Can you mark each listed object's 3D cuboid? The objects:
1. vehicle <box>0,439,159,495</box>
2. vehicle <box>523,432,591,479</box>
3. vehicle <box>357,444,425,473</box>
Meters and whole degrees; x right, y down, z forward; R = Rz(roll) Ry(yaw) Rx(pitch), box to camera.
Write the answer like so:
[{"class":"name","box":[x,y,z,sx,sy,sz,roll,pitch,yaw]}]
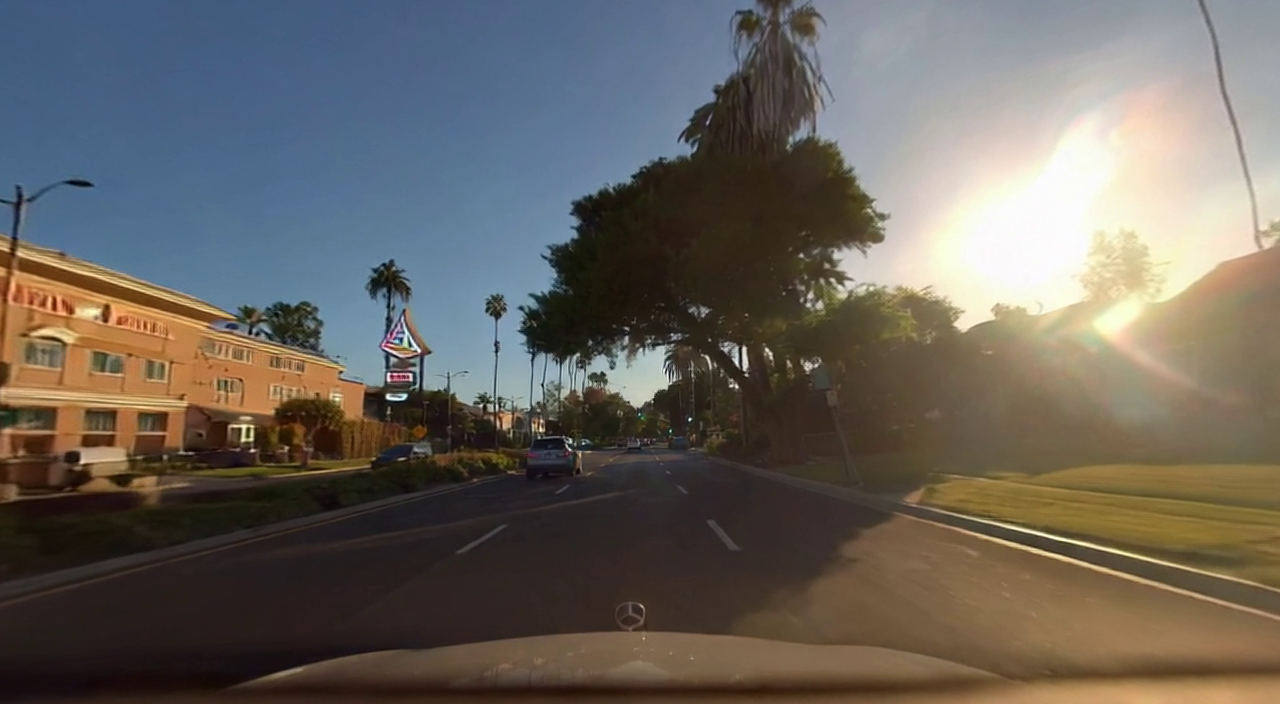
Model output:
[{"class":"vehicle","box":[-22.455,4.511,24.798,2.452,1.859,5.964,-3,-9,-1]},{"class":"vehicle","box":[-3.237,4.161,25.576,2.062,1.693,4.669,0,-9,1]},{"class":"vehicle","box":[-14.264,6.120,36.453,2.075,1.526,4.403,0,-9,1]}]
